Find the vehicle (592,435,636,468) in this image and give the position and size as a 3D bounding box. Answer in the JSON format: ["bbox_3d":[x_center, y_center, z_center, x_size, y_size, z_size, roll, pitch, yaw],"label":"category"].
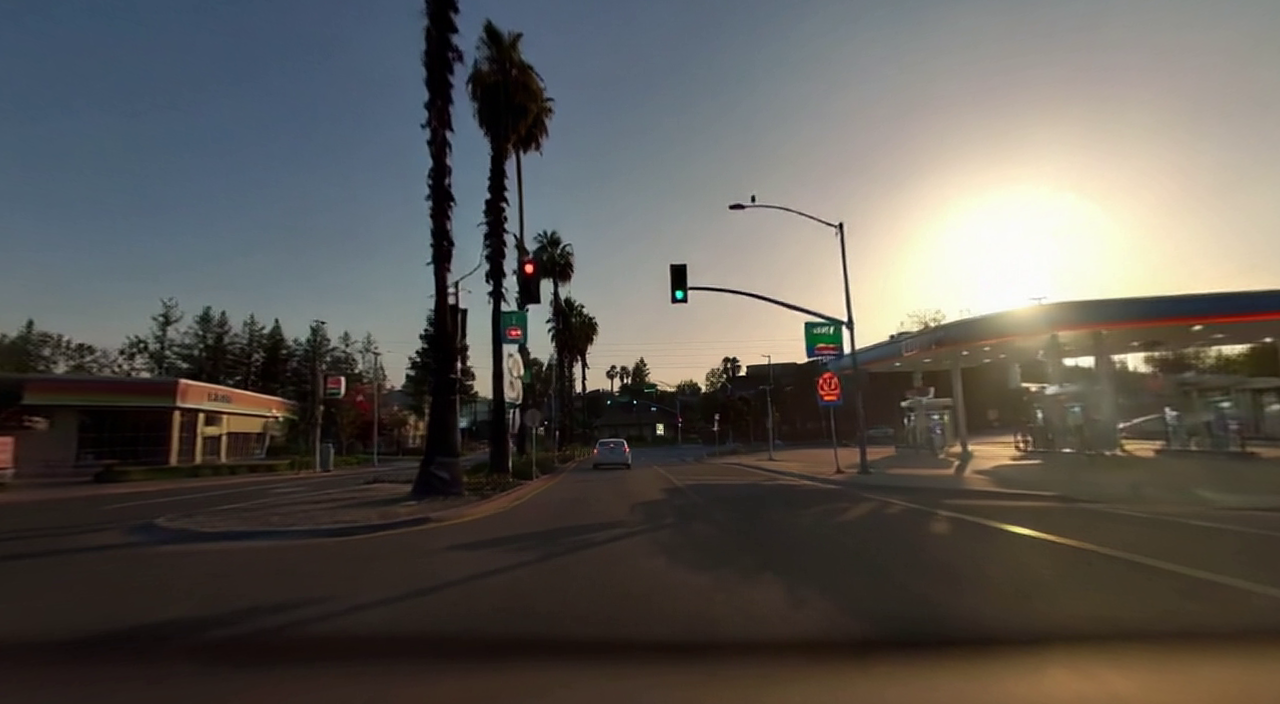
[{"bbox_3d":[-1.326,5.081,32.257,2.073,1.525,4.809,0,-9,-3],"label":"vehicle"}]
